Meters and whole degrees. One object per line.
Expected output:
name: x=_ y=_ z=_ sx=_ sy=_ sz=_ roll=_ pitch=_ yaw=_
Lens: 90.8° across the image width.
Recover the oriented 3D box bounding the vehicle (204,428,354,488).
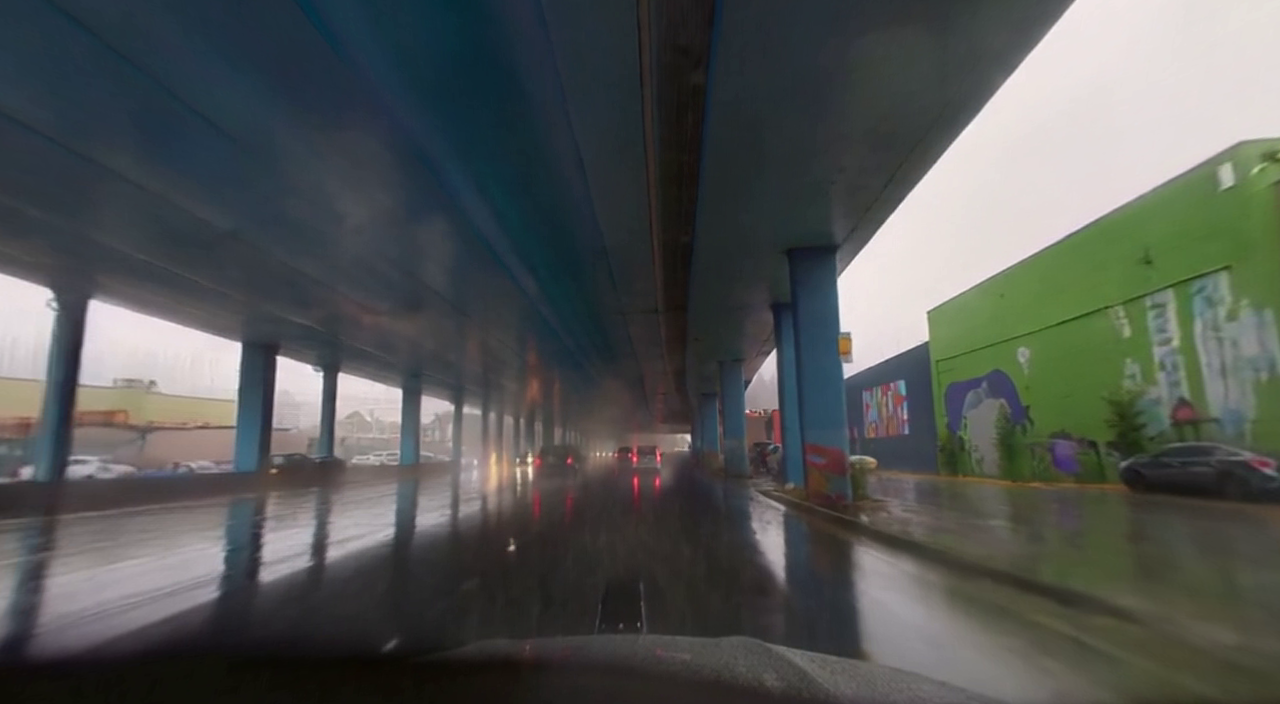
vehicle: x=-17.602 y=5.245 z=31.535 sx=3.082 sy=2.608 sz=6.994 roll=-1 pitch=-9 yaw=3

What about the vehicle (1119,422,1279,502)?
vehicle: x=13.518 y=2.453 z=14.277 sx=1.885 sy=1.534 sz=4.690 roll=0 pitch=-9 yaw=3

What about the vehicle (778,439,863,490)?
vehicle: x=6.275 y=3.945 z=22.444 sx=2.023 sy=1.627 sz=3.971 roll=0 pitch=-9 yaw=3

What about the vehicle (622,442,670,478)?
vehicle: x=0.284 y=5.125 z=30.278 sx=2.155 sy=1.571 sz=3.734 roll=-1 pitch=-9 yaw=1

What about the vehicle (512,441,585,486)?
vehicle: x=-3.388 y=4.240 z=24.335 sx=2.024 sy=1.533 sz=4.549 roll=-1 pitch=-9 yaw=2

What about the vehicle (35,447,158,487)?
vehicle: x=-28.459 y=6.011 z=33.346 sx=2.174 sy=1.824 sz=4.764 roll=1 pitch=-8 yaw=0
